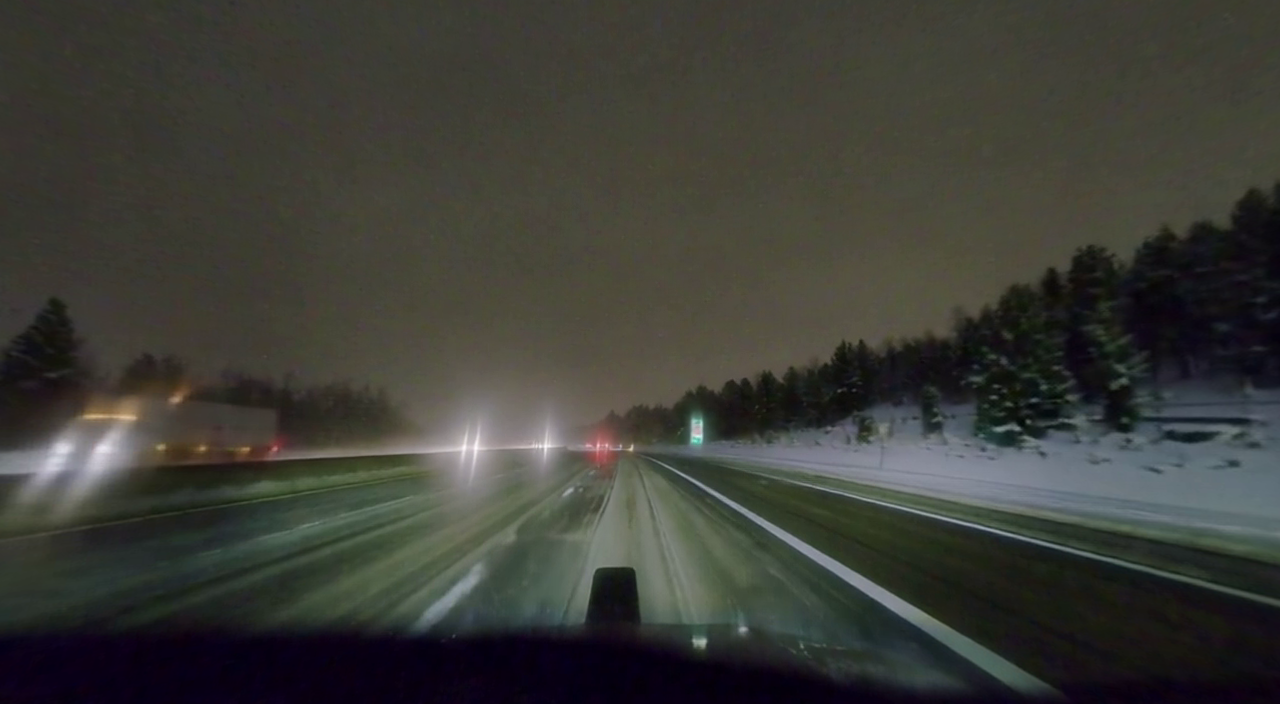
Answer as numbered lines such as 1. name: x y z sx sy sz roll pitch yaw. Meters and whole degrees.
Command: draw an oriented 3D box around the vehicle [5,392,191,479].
1. vehicle: -23.549 3.715 27.883 2.883 3.437 5.962 0 -8 -2
